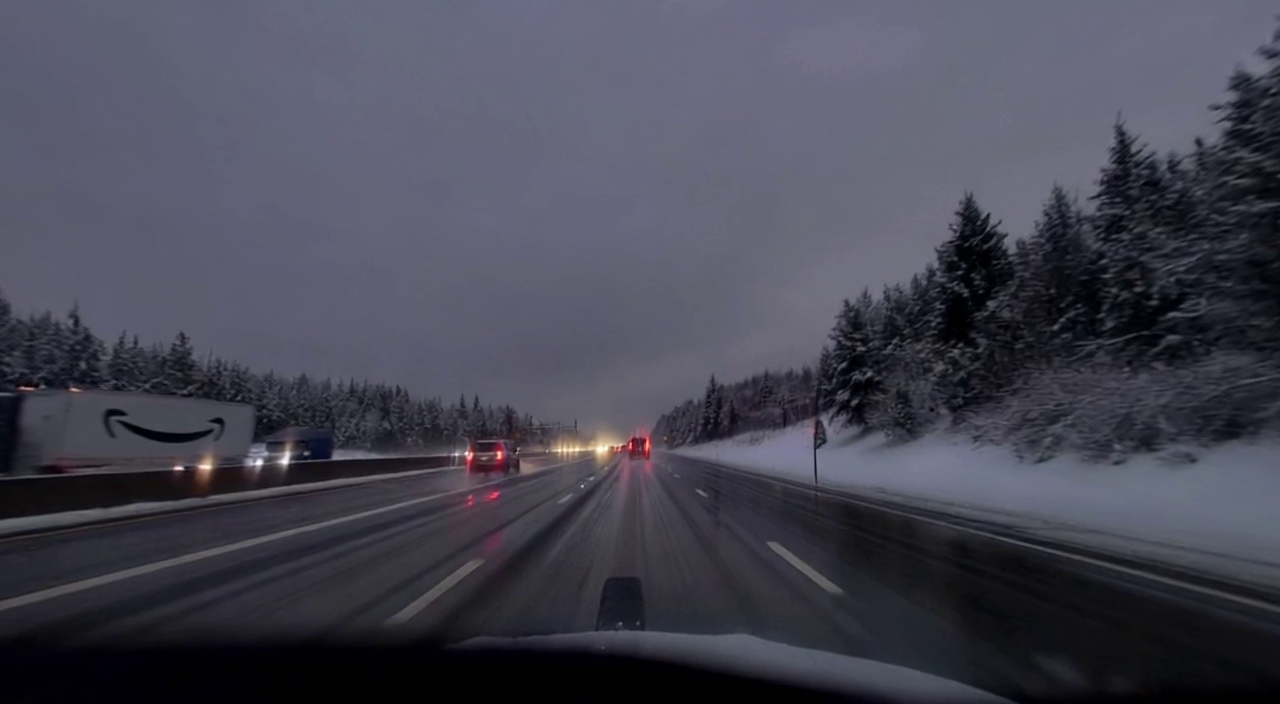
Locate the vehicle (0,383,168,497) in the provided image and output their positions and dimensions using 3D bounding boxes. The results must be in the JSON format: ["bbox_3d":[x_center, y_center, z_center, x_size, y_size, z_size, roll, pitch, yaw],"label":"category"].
[{"bbox_3d":[-23.184,3.348,23.644,2.971,3.836,10.249,0,-9,0],"label":"vehicle"}]

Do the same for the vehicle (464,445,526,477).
[{"bbox_3d":[-7.244,5.487,31.991,1.973,1.494,4.419,0,-9,1],"label":"vehicle"}]

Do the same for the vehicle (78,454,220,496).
[{"bbox_3d":[-19.201,4.788,25.003,1.864,1.454,4.653,0,-9,0],"label":"vehicle"}]

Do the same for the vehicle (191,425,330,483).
[{"bbox_3d":[-19.297,5.249,32.766,2.640,2.648,7.188,0,-9,1],"label":"vehicle"}]
